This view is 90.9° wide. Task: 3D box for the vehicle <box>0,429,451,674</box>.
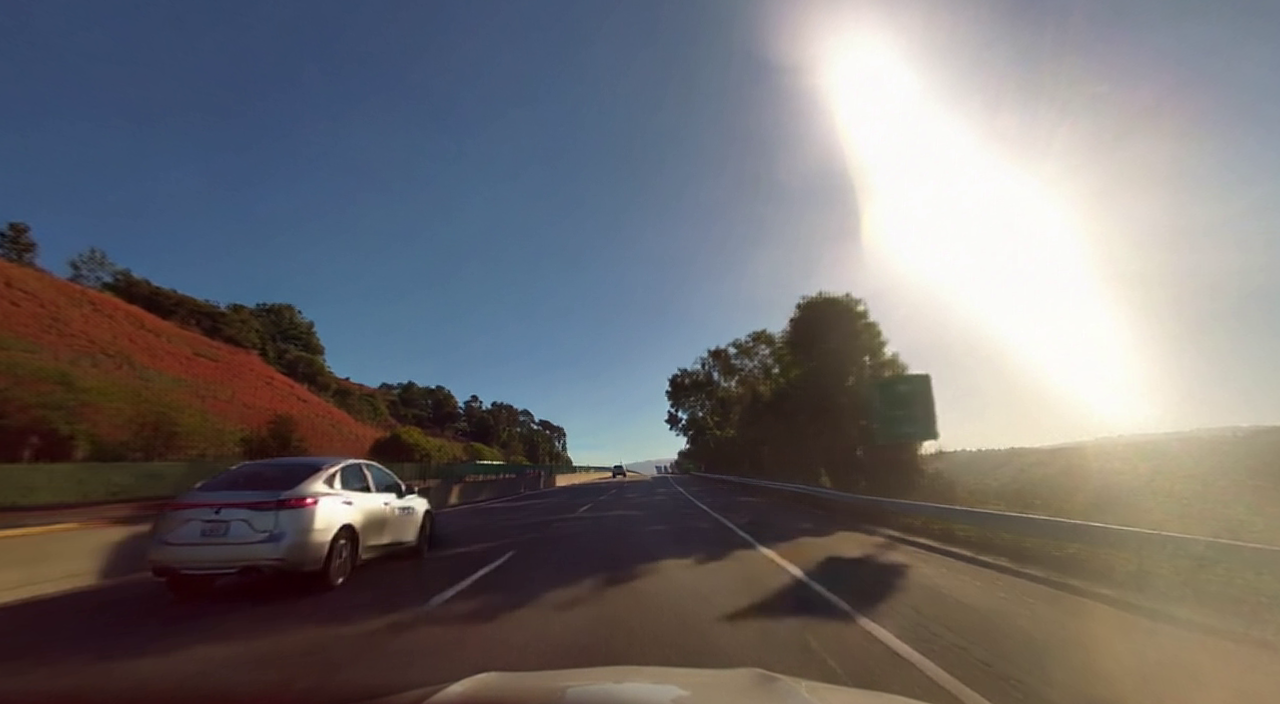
[{"bbox_3d":[-3.859,1.725,6.589,2.135,1.506,5.041,1,-10,1],"label":"vehicle"}]
